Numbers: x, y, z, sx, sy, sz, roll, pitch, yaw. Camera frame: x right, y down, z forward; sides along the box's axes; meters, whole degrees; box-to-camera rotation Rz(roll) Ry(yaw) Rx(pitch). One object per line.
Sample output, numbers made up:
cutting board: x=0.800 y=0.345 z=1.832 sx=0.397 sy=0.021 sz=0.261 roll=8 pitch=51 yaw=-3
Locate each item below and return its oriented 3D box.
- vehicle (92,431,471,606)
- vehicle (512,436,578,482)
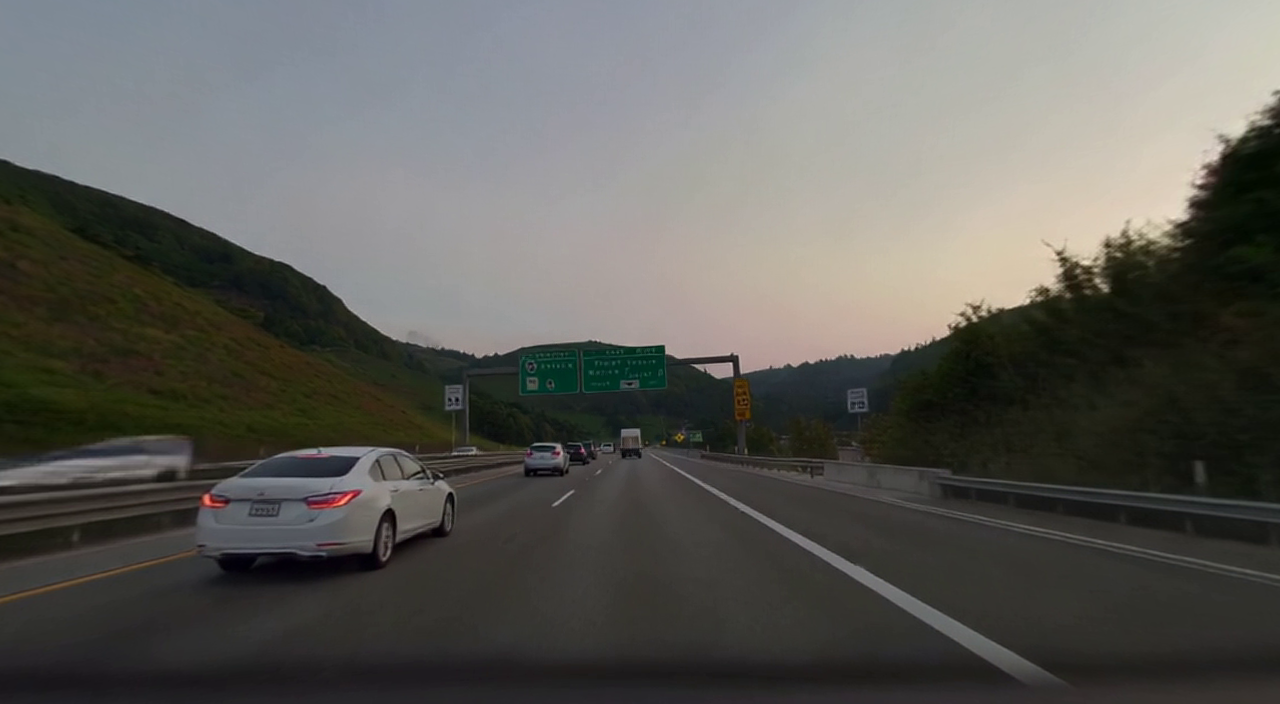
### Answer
vehicle: x=-3.635 y=1.747 z=7.638 sx=1.988 sy=1.440 sz=4.504 roll=0 pitch=-9 yaw=-1
vehicle: x=-3.848 y=4.412 z=26.230 sx=2.073 sy=1.694 sz=4.162 roll=-1 pitch=-9 yaw=0
